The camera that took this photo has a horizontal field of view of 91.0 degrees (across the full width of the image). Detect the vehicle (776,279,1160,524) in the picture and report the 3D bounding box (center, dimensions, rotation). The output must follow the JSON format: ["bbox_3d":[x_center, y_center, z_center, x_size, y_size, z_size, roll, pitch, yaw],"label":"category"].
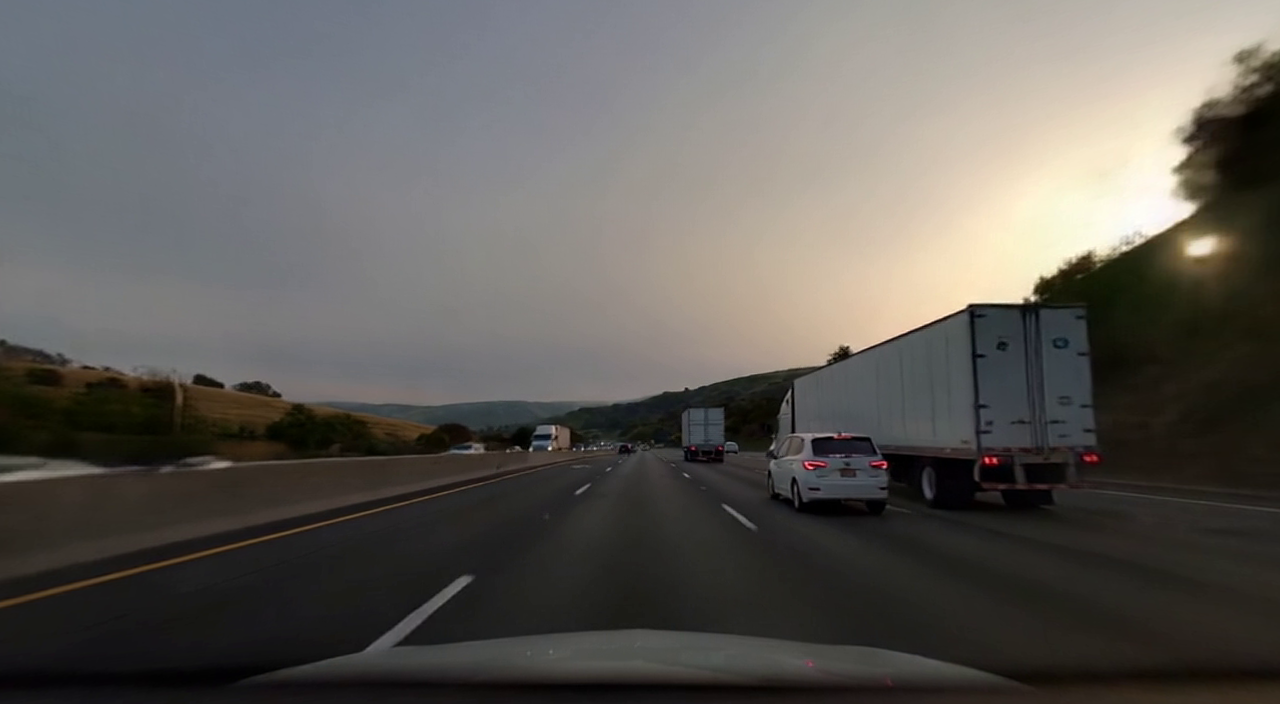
[{"bbox_3d":[7.263,1.996,18.804,2.947,4.199,16.175,0,-9,1],"label":"vehicle"}]

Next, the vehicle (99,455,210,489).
[{"bbox_3d":[-24.056,5.922,31.465,1.865,1.484,4.546,0,-9,1],"label":"vehicle"}]

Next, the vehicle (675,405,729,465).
[{"bbox_3d":[4.471,6.403,47.896,3.049,3.968,10.706,0,-9,0],"label":"vehicle"}]

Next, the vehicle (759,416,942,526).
[{"bbox_3d":[3.750,2.220,12.187,2.055,1.737,4.224,0,-9,0],"label":"vehicle"}]
